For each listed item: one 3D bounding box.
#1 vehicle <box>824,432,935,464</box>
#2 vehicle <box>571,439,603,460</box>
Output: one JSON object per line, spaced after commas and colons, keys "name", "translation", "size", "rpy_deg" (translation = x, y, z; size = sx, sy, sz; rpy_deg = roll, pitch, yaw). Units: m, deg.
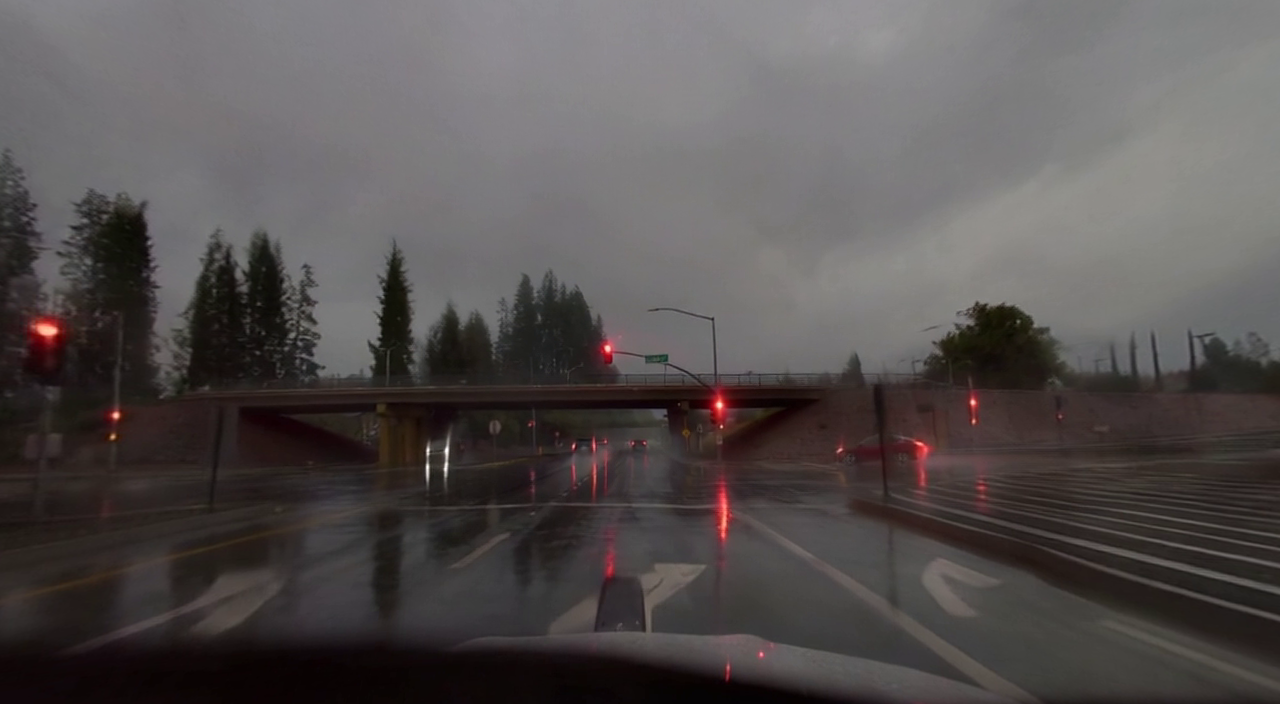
{"name": "vehicle", "translation": [11.651, 4.692, 30.841], "size": [4.691, 1.466, 1.800], "rpy_deg": [1, -9, -7]}
{"name": "vehicle", "translation": [-3.996, 7.438, 48.223], "size": [2.082, 1.472, 4.310], "rpy_deg": [0, -9, 0]}
